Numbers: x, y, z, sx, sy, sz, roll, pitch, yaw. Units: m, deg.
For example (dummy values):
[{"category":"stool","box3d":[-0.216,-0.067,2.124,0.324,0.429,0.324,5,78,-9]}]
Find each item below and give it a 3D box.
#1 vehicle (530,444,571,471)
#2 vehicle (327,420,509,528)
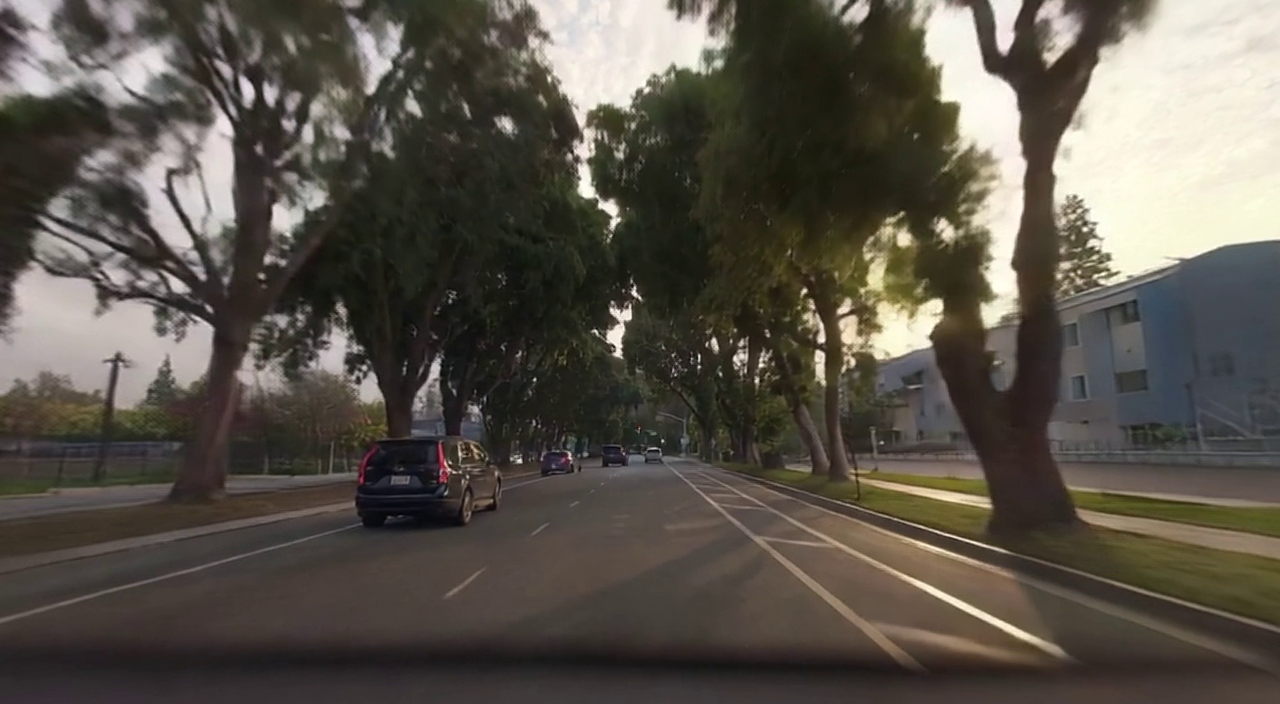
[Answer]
[{"category":"vehicle","box3d":[-5.929,7.049,42.198,1.985,1.708,4.310,0,-9,2]},{"category":"vehicle","box3d":[-4.103,2.334,12.587,2.123,1.761,4.322,0,-9,-1]}]
